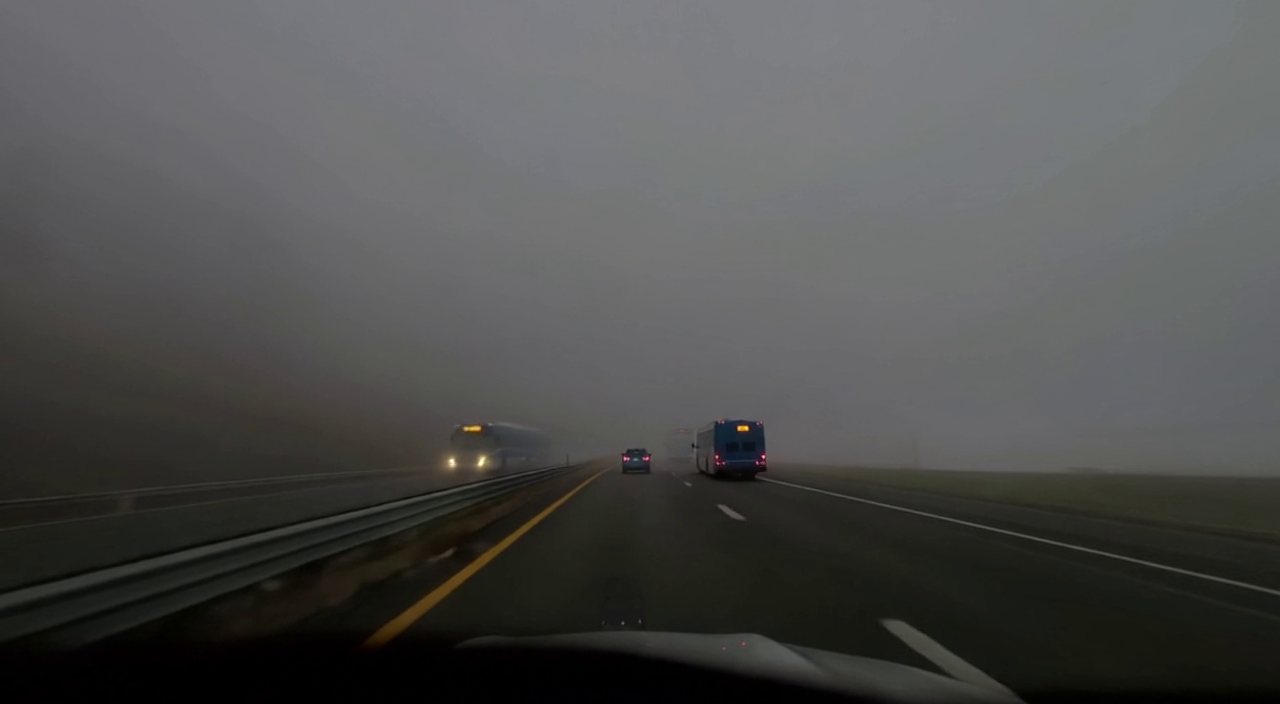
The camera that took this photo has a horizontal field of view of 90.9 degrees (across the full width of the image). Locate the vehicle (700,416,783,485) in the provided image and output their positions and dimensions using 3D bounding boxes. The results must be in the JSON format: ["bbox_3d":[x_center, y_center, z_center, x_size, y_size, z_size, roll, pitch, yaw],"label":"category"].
[{"bbox_3d":[4.072,4.148,26.582,2.440,2.555,5.957,0,-9,-1],"label":"vehicle"}]

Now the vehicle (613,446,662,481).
[{"bbox_3d":[-0.130,4.890,27.862,2.004,1.449,3.817,0,-9,-1],"label":"vehicle"}]
